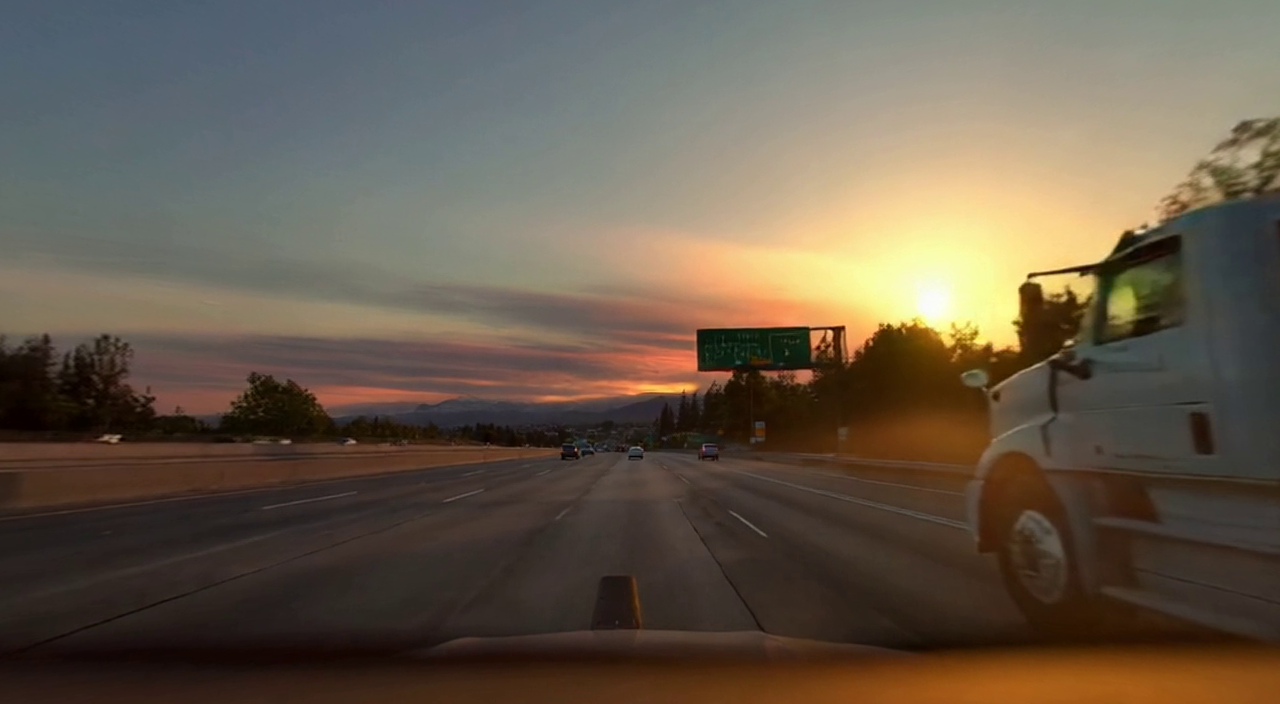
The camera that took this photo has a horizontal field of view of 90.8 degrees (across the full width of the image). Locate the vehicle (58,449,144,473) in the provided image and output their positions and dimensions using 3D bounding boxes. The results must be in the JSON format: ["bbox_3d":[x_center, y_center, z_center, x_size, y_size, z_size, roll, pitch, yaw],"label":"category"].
[{"bbox_3d":[-34.223,6.914,40.278,1.762,1.449,4.199,0,-9,-1],"label":"vehicle"}]

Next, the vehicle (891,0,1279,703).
[{"bbox_3d":[3.990,-0.240,0.774,2.966,3.586,10.563,0,-8,0],"label":"vehicle"}]
